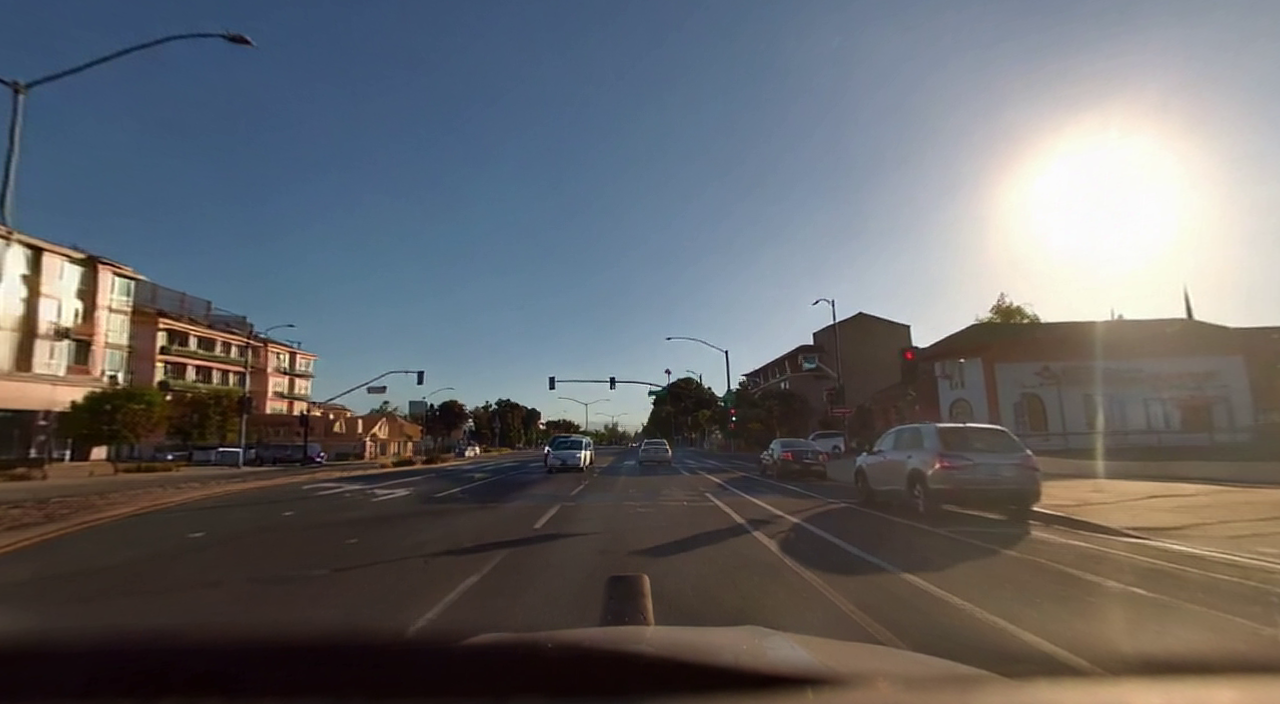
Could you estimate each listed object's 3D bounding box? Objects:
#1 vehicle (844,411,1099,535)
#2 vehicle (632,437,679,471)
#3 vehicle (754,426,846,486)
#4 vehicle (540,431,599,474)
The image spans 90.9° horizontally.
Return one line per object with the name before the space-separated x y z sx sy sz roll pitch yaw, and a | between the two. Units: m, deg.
vehicle | 5.607 2.056 11.626 2.069 1.776 4.797 0 -7 0
vehicle | 0.675 4.840 30.065 2.075 1.480 3.920 0 -8 -1
vehicle | 5.776 3.767 23.490 2.112 1.966 4.642 -1 -7 -1
vehicle | -3.108 4.548 28.766 2.150 1.779 4.423 0 -8 1
